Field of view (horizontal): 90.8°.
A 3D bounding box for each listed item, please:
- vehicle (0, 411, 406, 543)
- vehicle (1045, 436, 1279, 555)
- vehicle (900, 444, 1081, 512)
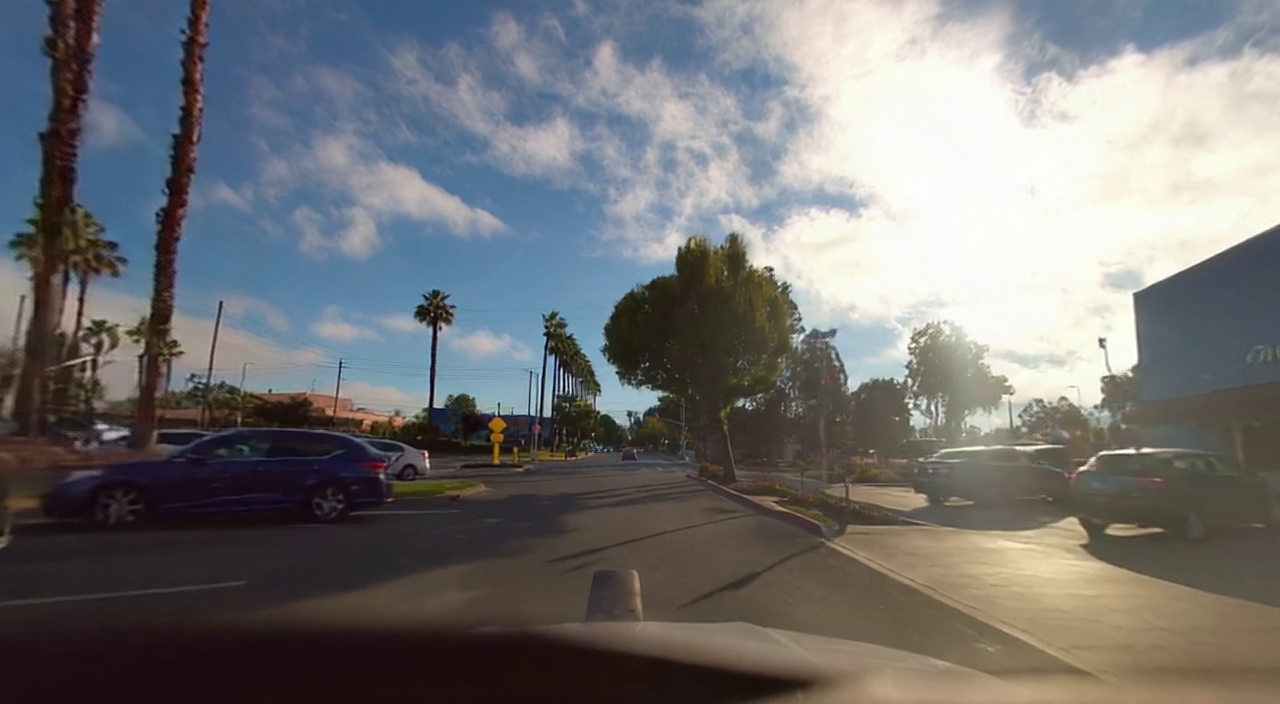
[{"bbox_3d":[-6.058,1.726,9.234,4.542,1.483,2.174,5,-10,-31],"label":"vehicle"},{"bbox_3d":[9.987,2.525,11.636,4.758,1.759,2.068,6,-11,-28],"label":"vehicle"},{"bbox_3d":[9.598,3.367,17.258,4.651,1.610,2.157,6,-11,-30],"label":"vehicle"}]
